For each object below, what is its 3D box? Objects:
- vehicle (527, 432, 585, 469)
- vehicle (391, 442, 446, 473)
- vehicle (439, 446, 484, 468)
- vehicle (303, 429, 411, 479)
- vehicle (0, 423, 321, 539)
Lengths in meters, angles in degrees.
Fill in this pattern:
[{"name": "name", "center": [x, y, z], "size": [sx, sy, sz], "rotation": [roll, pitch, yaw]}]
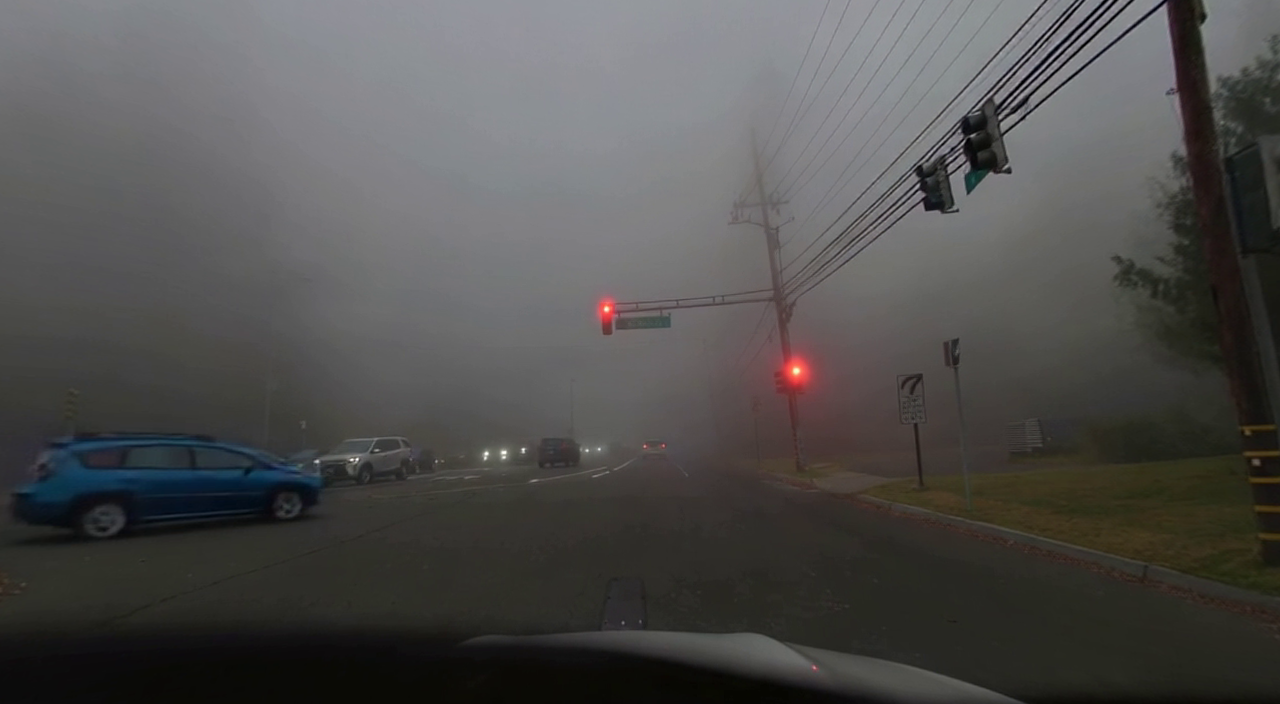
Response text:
[{"name": "vehicle", "center": [-4.728, 5.623, 36.095], "size": [2.175, 1.957, 4.686], "rotation": [-1, -9, 7]}, {"name": "vehicle", "center": [-13.210, 6.304, 37.635], "size": [1.772, 1.647, 4.221], "rotation": [-4, -9, 0]}, {"name": "vehicle", "center": [-12.678, 7.471, 44.908], "size": [1.841, 1.477, 4.485], "rotation": [-1, -8, 1]}, {"name": "vehicle", "center": [-13.105, 4.768, 29.629], "size": [2.350, 2.104, 5.828], "rotation": [0, -8, 1]}, {"name": "vehicle", "center": [-8.344, 2.146, 11.000], "size": [4.607, 1.666, 2.051], "rotation": [5, -10, -32]}]
